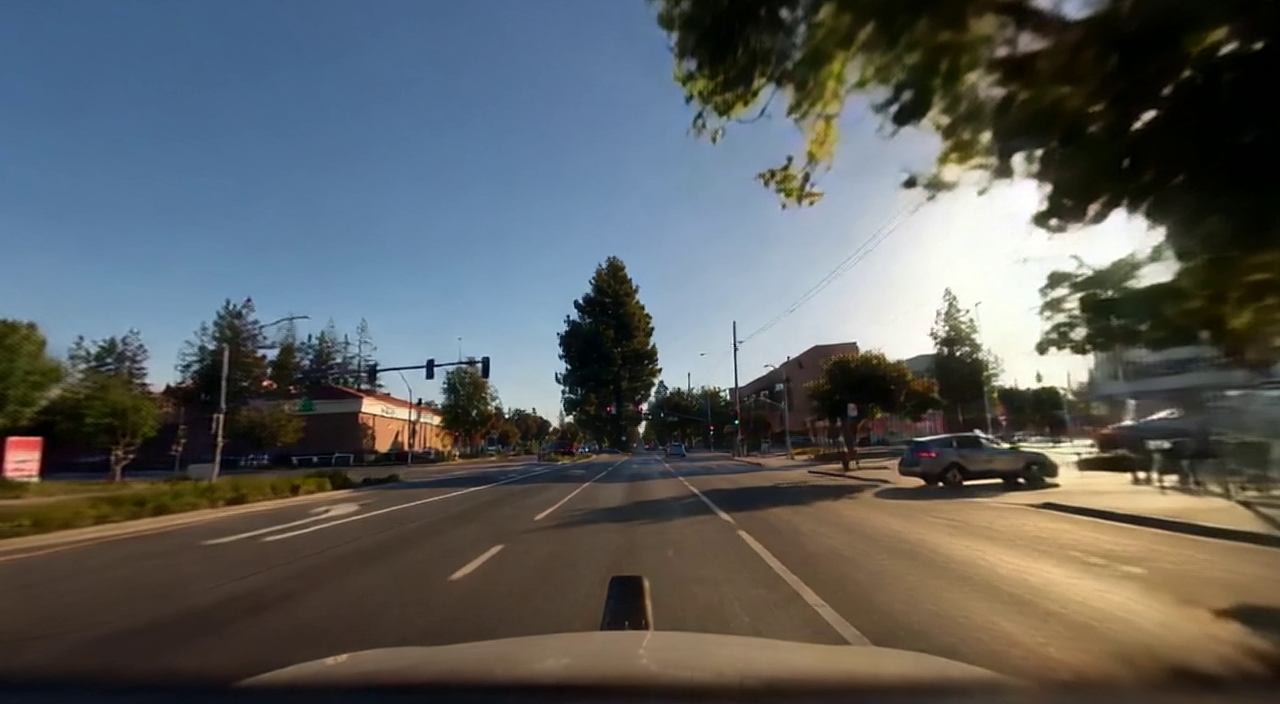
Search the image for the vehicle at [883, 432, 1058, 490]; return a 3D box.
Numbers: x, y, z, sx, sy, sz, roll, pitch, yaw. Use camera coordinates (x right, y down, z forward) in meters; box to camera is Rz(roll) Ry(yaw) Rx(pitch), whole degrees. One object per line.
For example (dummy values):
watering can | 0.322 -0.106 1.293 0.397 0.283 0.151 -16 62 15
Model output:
vehicle | 9.527 3.167 18.449 4.007 1.591 1.915 -1 -8 3
